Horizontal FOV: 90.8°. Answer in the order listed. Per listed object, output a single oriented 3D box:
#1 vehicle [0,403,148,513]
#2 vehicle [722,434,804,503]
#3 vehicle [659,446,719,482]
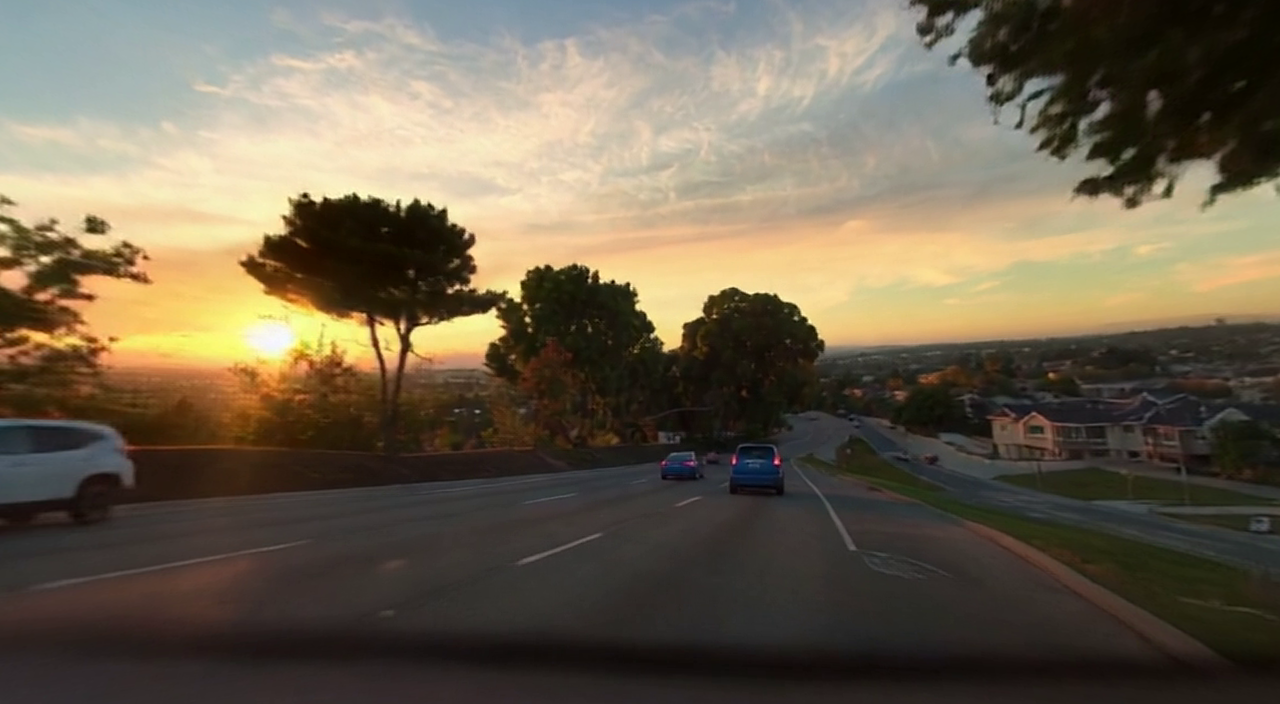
[{"bbox_3d":[-11.629,1.805,10.848,1.973,1.826,4.538,-2,-9,17],"label":"vehicle"},{"bbox_3d":[3.894,3.491,19.440,2.125,1.830,4.370,-2,-9,15],"label":"vehicle"},{"bbox_3d":[2.474,5.361,30.657,2.123,1.592,4.505,-2,-9,15],"label":"vehicle"}]
